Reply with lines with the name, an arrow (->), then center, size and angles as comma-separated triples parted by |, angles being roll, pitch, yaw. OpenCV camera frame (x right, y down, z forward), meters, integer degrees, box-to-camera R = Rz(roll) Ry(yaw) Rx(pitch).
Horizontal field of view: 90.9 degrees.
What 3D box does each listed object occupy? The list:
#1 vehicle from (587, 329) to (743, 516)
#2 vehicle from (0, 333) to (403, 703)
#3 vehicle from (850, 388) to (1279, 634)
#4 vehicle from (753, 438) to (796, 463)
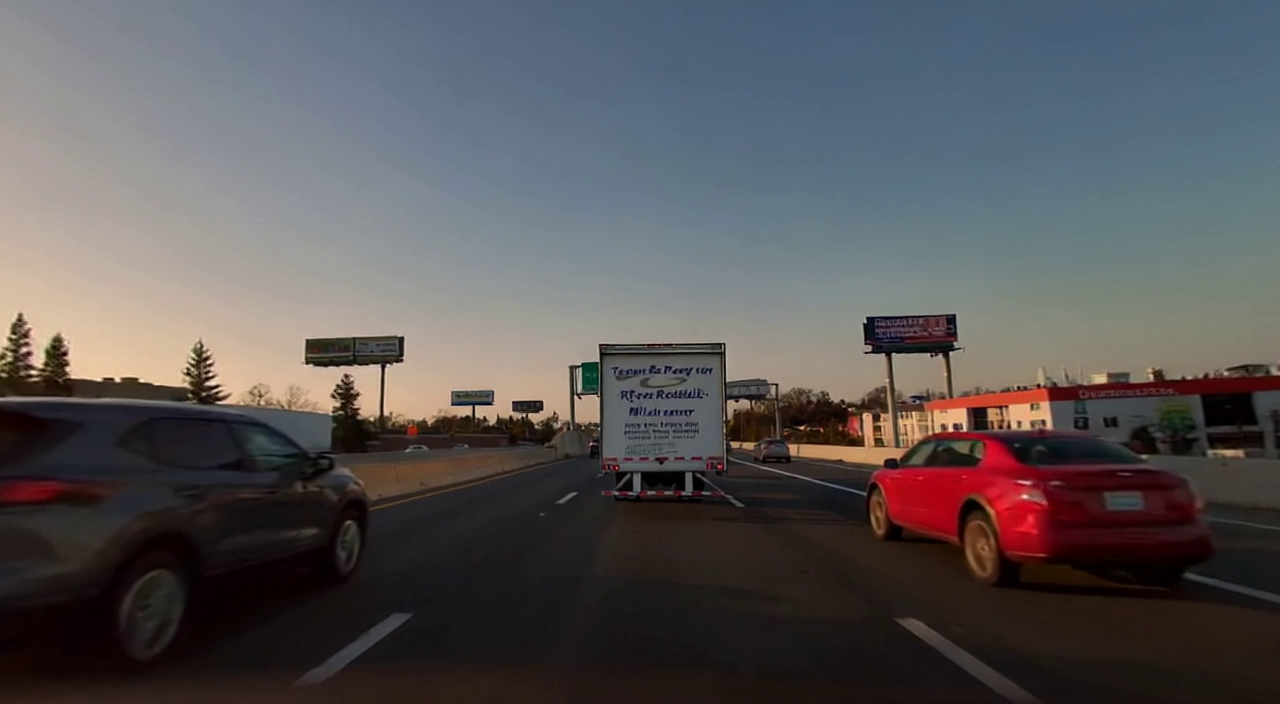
vehicle -> 0.622, 1.825, 15.508 | 2.733, 3.296, 8.571 | 0, -8, 3
vehicle -> -3.657, 1.073, 4.545 | 2.030, 1.757, 4.509 | 0, -8, 2
vehicle -> 3.976, 1.406, 6.613 | 2.066, 1.692, 4.339 | 0, -8, 1
vehicle -> 8.343, 6.133, 39.491 | 1.931, 1.495, 3.889 | 0, -8, 2
